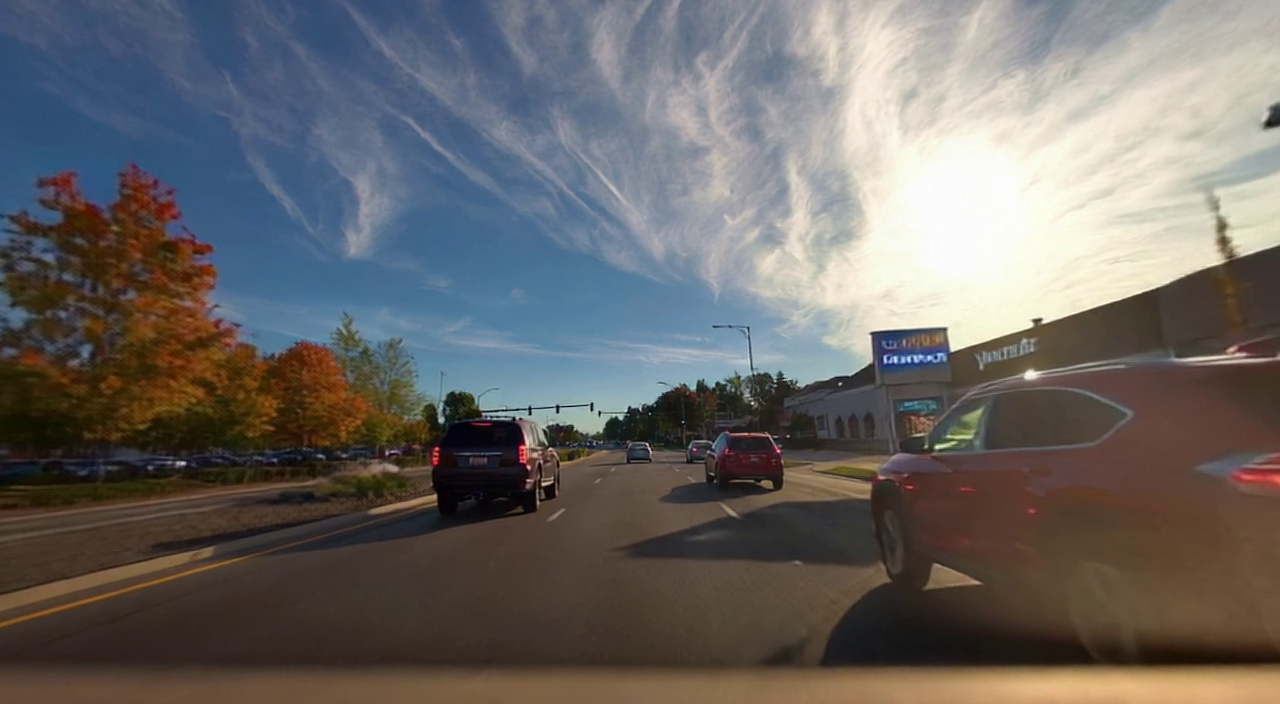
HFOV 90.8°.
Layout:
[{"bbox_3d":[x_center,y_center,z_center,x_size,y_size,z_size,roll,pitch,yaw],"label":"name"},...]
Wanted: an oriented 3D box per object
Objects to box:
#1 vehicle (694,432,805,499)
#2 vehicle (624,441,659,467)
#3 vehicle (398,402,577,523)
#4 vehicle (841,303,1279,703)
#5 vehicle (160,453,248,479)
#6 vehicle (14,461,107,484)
[{"bbox_3d":[2.858,3.094,17.709,2.174,1.596,4.779,0,-8,-1],"label":"vehicle"},{"bbox_3d":[0.057,6.032,37.469,2.008,1.464,4.052,0,-8,-1],"label":"vehicle"},{"bbox_3d":[-2.861,2.282,13.481,2.368,2.037,5.319,0,-8,1],"label":"vehicle"},{"bbox_3d":[2.862,0.962,3.457,2.018,1.719,4.369,0,-8,-1],"label":"vehicle"},{"bbox_3d":[-28.749,7.532,41.743,4.441,1.625,1.916,-1,-8,3],"label":"vehicle"},{"bbox_3d":[-42.275,8.792,46.237,4.526,1.514,1.988,5,-10,-29],"label":"vehicle"}]
